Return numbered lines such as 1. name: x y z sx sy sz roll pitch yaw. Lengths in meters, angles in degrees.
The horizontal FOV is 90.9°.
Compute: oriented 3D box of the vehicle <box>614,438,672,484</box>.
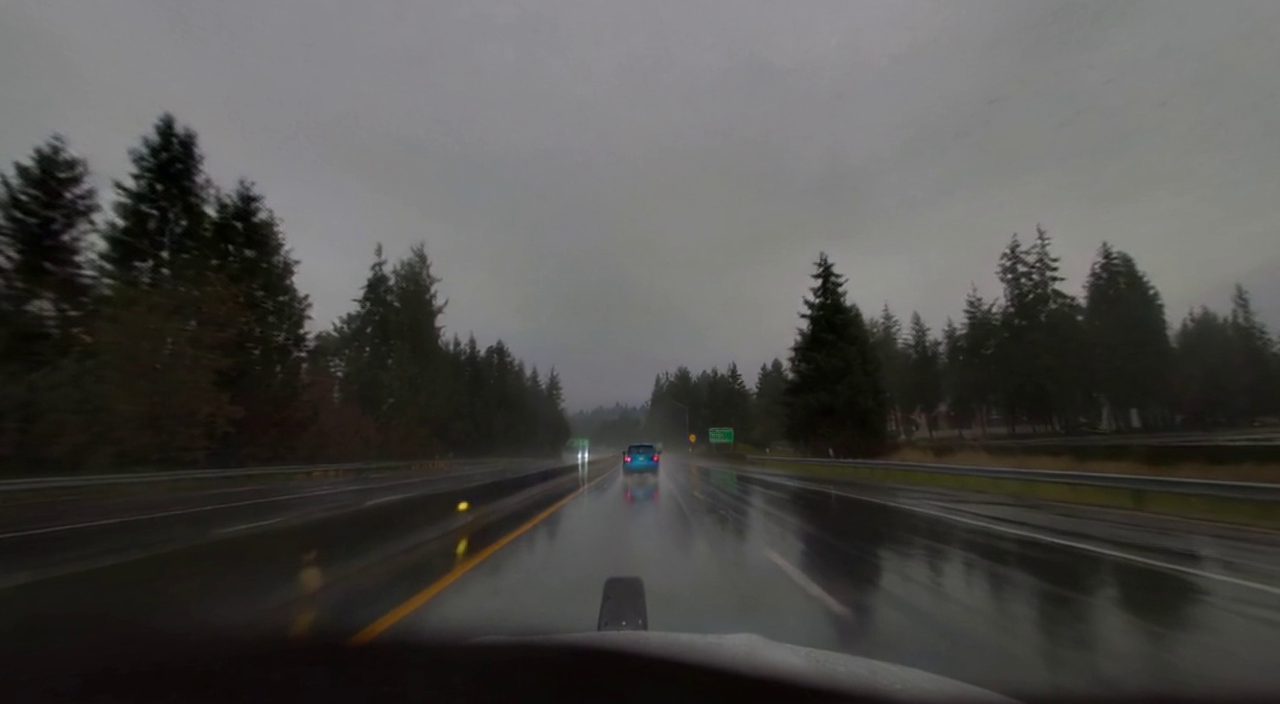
1. vehicle: 0.139 4.498 26.119 2.190 1.706 4.062 -1 -9 1
